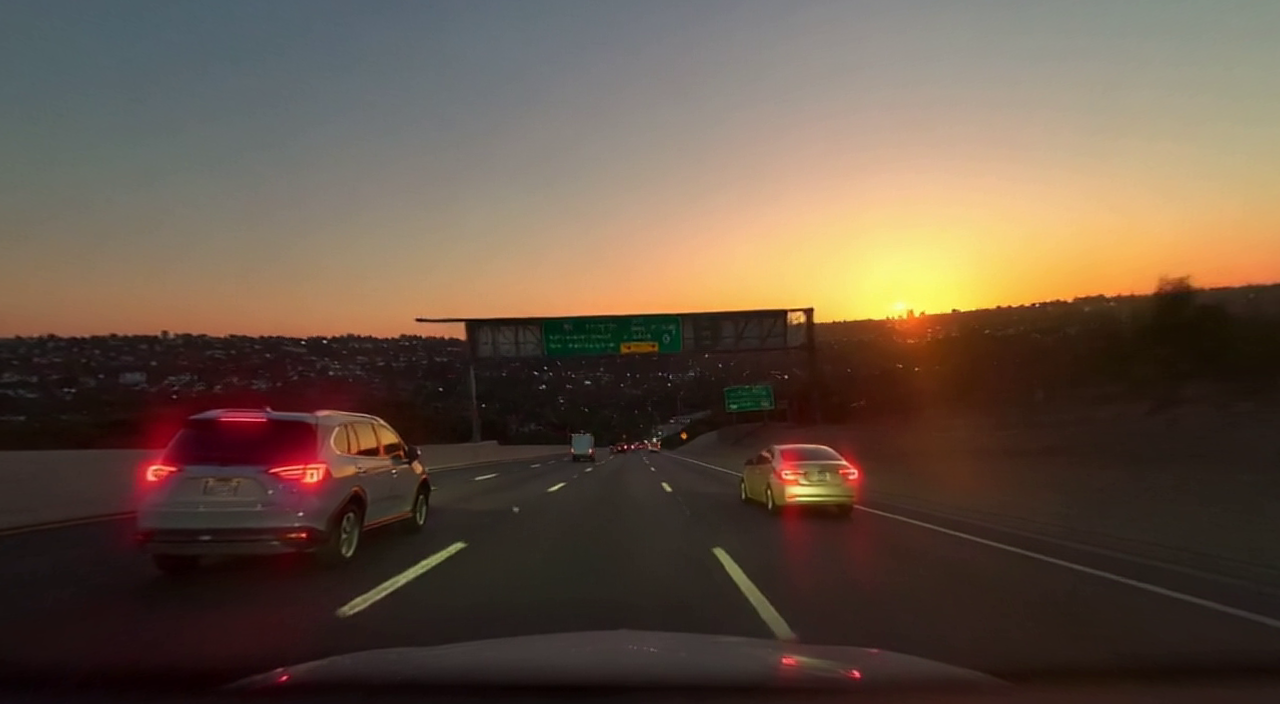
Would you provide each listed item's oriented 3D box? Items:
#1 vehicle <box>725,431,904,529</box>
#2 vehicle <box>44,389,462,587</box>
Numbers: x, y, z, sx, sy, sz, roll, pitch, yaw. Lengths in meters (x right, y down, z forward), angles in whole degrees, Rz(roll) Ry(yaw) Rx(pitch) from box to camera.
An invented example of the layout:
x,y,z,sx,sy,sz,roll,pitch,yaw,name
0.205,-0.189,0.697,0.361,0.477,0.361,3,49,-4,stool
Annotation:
x,y,z,sx,sy,sz,roll,pitch,yaw,name
3.084,2.397,12.427,2.047,1.532,4.884,1,-9,-1,vehicle
-4.463,1.706,8.814,2.285,1.853,5.564,0,-9,0,vehicle
